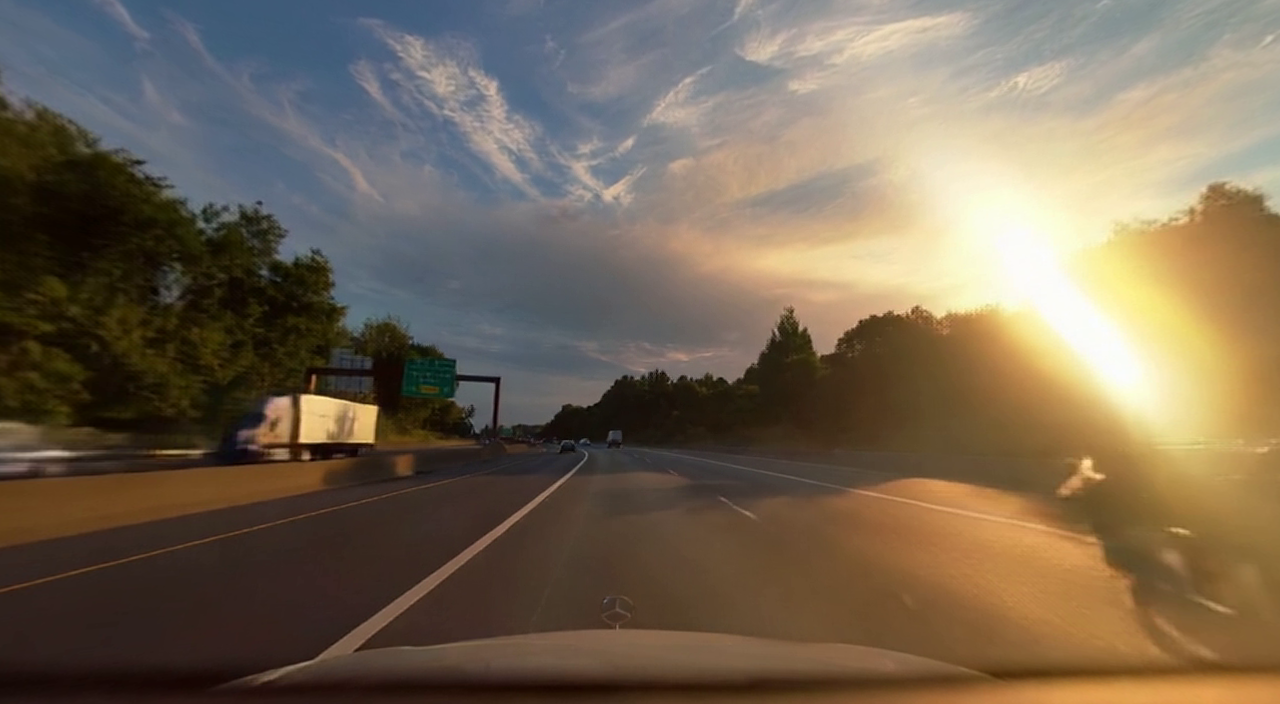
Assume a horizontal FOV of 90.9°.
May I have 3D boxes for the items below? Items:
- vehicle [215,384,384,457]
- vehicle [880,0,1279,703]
[{"bbox_3d":[-19.956,4.403,38.752,3.281,3.632,14.072,0,-8,-3],"label":"vehicle"},{"bbox_3d":[4.041,-0.094,3.536,2.964,3.950,5.853,0,-8,0],"label":"vehicle"}]
